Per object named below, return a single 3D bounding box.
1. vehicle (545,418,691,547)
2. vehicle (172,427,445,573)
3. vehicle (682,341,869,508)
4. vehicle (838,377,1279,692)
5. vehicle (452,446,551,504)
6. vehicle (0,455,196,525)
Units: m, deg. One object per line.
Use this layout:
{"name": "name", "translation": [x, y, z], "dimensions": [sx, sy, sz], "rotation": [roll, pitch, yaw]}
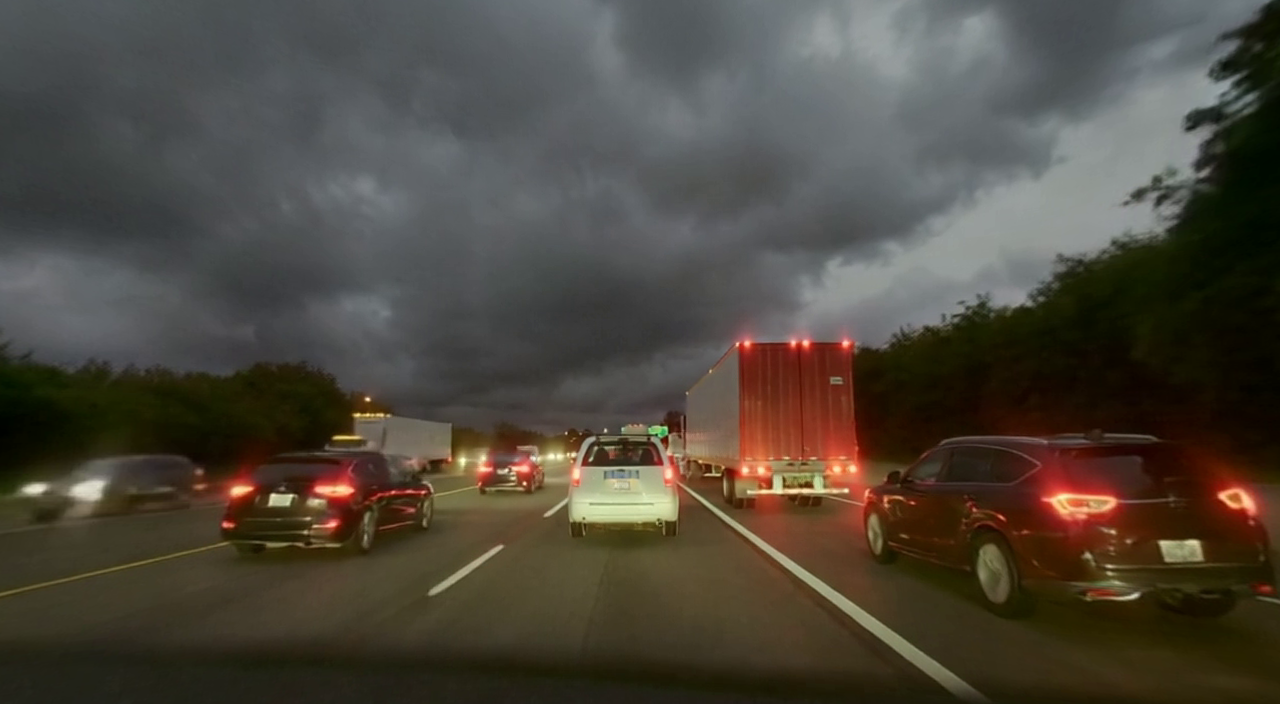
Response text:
{"name": "vehicle", "translation": [-0.319, 2.172, 11.020], "dimensions": [2.037, 1.792, 4.194], "rotation": [0, -9, 0]}
{"name": "vehicle", "translation": [-4.331, 1.973, 9.059], "dimensions": [1.789, 1.620, 3.841], "rotation": [0, -9, 0]}
{"name": "vehicle", "translation": [3.817, 2.956, 23.315], "dimensions": [3.186, 4.111, 15.553], "rotation": [0, -9, -1]}
{"name": "vehicle", "translation": [3.679, 1.376, 5.918], "dimensions": [2.076, 1.751, 4.666], "rotation": [0, -9, 0]}
{"name": "vehicle", "translation": [-3.969, 3.596, 18.828], "dimensions": [1.923, 1.503, 4.293], "rotation": [0, -9, 1]}
{"name": "vehicle", "translation": [-12.855, 3.186, 15.021], "dimensions": [1.890, 1.443, 3.558], "rotation": [0, -9, 0]}
